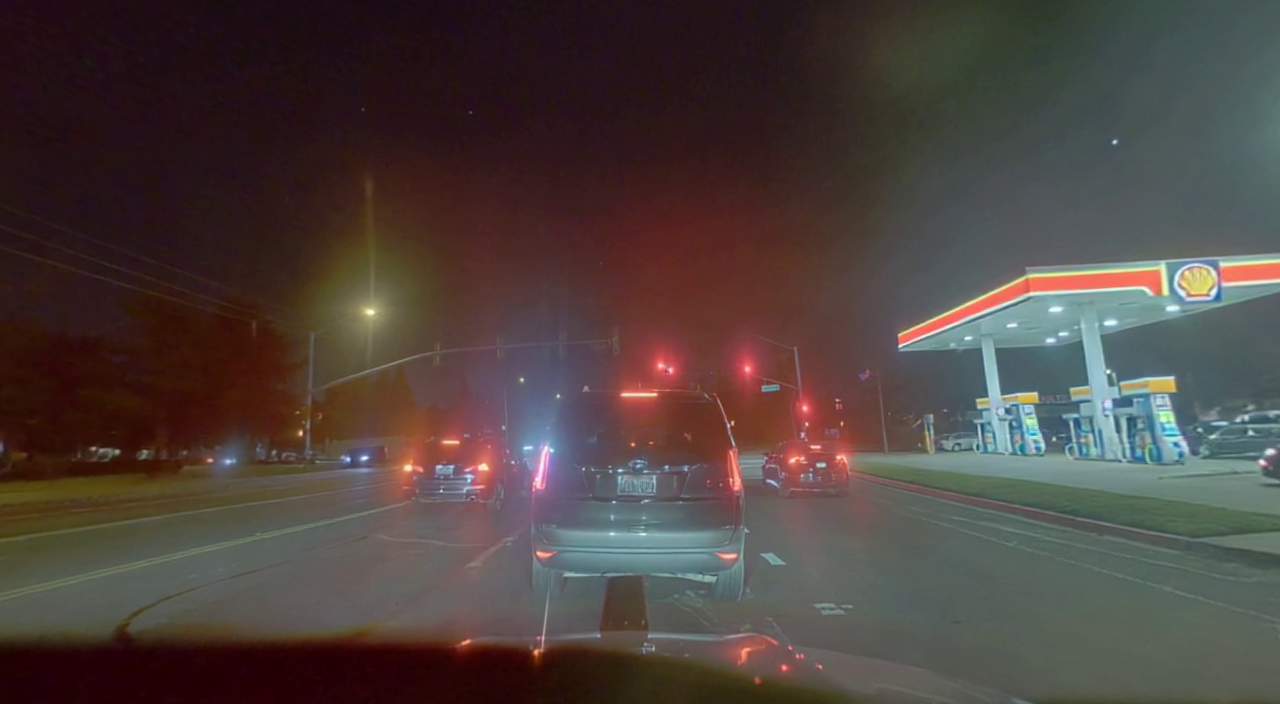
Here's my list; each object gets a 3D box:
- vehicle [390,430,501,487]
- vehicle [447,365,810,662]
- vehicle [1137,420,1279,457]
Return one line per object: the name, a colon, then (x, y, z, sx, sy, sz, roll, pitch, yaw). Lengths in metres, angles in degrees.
vehicle: (-6.650, 3.706, 22.182, 2.065, 1.753, 4.525, -1, -9, 6)
vehicle: (0.011, 1.318, 6.135, 2.236, 1.819, 4.291, -1, -9, 3)
vehicle: (25.940, 3.968, 28.786, 4.551, 1.616, 1.973, -2, -9, 11)
